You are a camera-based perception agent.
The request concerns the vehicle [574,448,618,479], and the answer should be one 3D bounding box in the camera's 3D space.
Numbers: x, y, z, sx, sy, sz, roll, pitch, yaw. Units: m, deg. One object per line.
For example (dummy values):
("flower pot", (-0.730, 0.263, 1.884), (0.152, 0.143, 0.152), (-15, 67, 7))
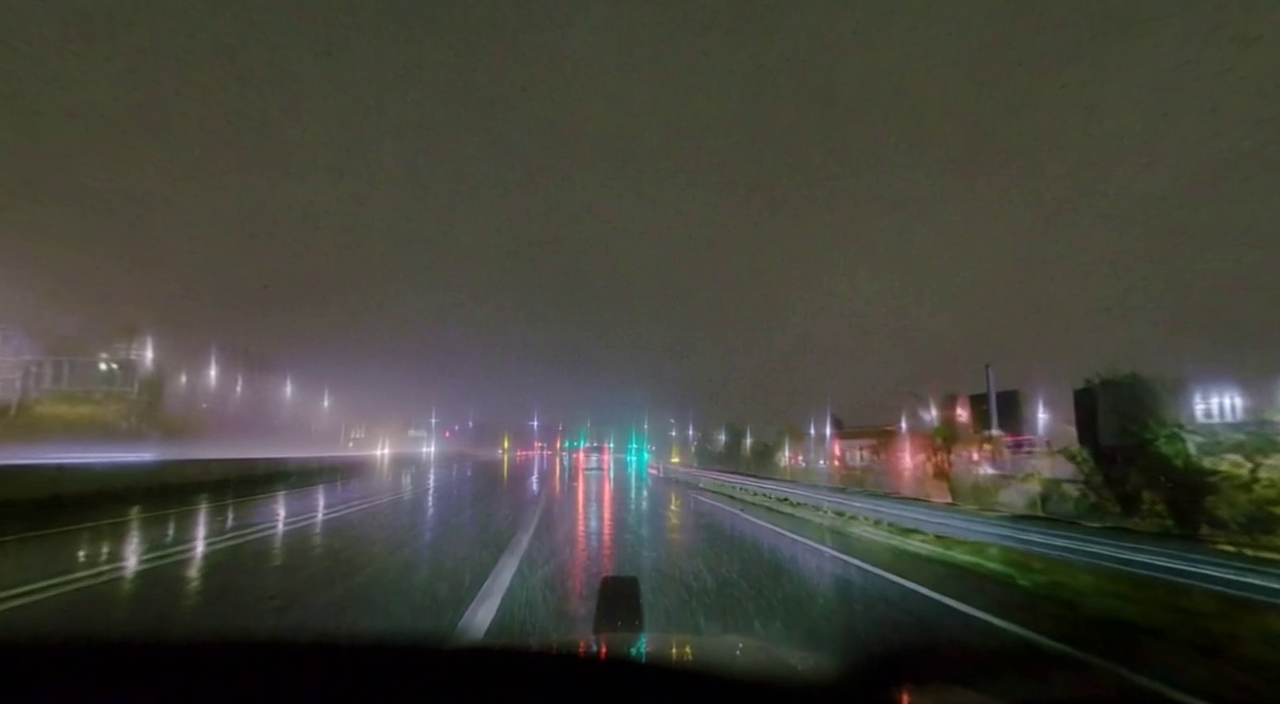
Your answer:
("vehicle", (-2.325, 5.752, 32.688), (2.140, 1.455, 4.135), (0, -9, -5))
